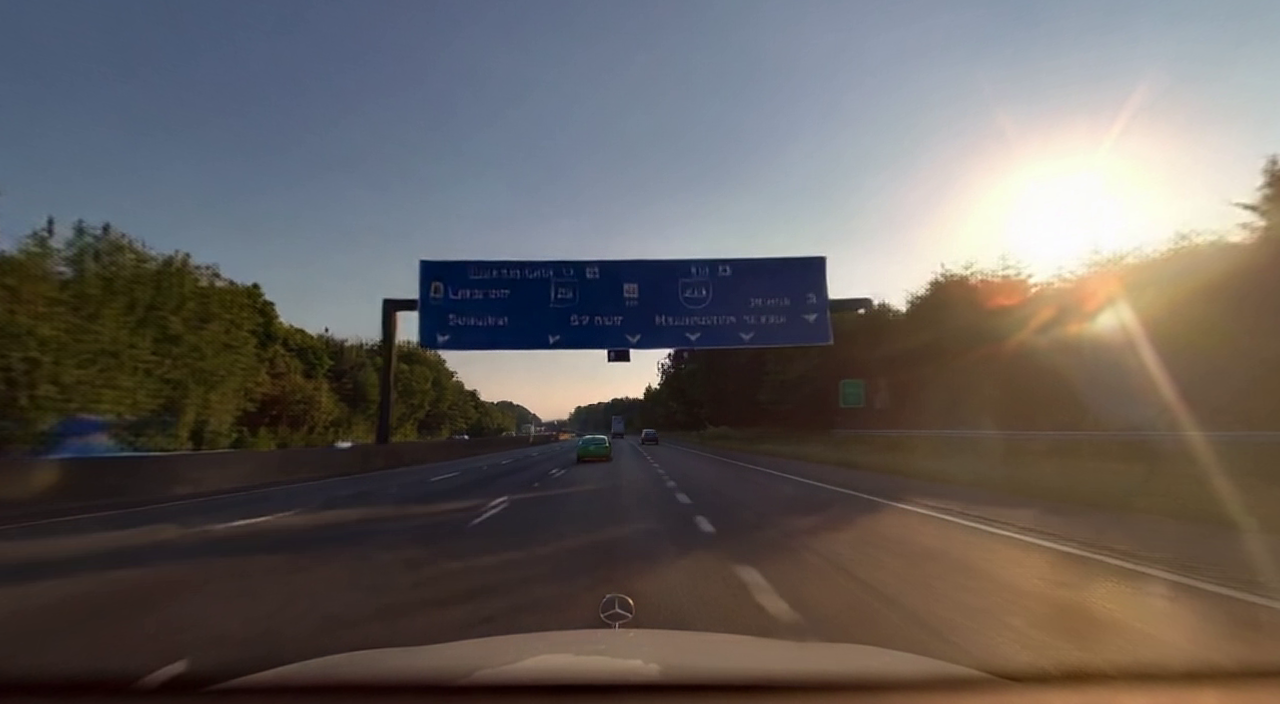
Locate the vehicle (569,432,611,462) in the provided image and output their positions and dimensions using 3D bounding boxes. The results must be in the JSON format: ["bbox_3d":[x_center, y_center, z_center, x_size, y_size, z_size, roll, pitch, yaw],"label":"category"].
[{"bbox_3d":[-2.550,4.982,33.205,2.000,1.491,3.913,0,-8,-1],"label":"vehicle"}]

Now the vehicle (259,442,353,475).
[{"bbox_3d":[-16.970,5.427,32.402,2.226,1.464,5.149,0,-7,-3],"label":"vehicle"}]

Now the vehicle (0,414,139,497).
[{"bbox_3d":[-24.290,4.058,25.207,2.494,2.936,7.295,0,-8,-1],"label":"vehicle"}]
